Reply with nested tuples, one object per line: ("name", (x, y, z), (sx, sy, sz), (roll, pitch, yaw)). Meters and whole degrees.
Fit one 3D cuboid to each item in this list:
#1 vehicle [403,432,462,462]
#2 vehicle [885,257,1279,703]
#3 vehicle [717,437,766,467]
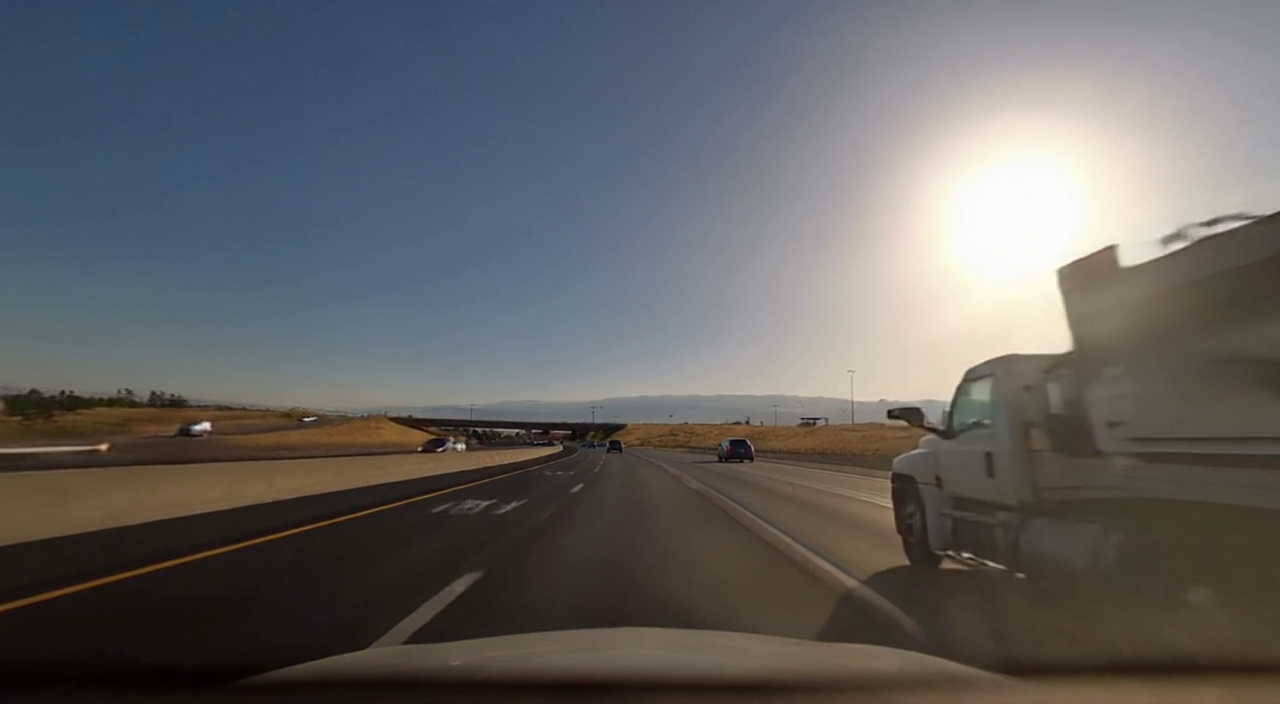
("vehicle", (-14.529, 6.679, 44.599), (2.499, 1.964, 5.176), (0, -9, -2))
("vehicle", (3.800, 0.643, 1.942), (2.981, 2.053, 7.897), (0, -9, 0))
("vehicle", (6.228, 6.195, 39.221), (2.104, 1.723, 4.538), (0, -9, -2))
